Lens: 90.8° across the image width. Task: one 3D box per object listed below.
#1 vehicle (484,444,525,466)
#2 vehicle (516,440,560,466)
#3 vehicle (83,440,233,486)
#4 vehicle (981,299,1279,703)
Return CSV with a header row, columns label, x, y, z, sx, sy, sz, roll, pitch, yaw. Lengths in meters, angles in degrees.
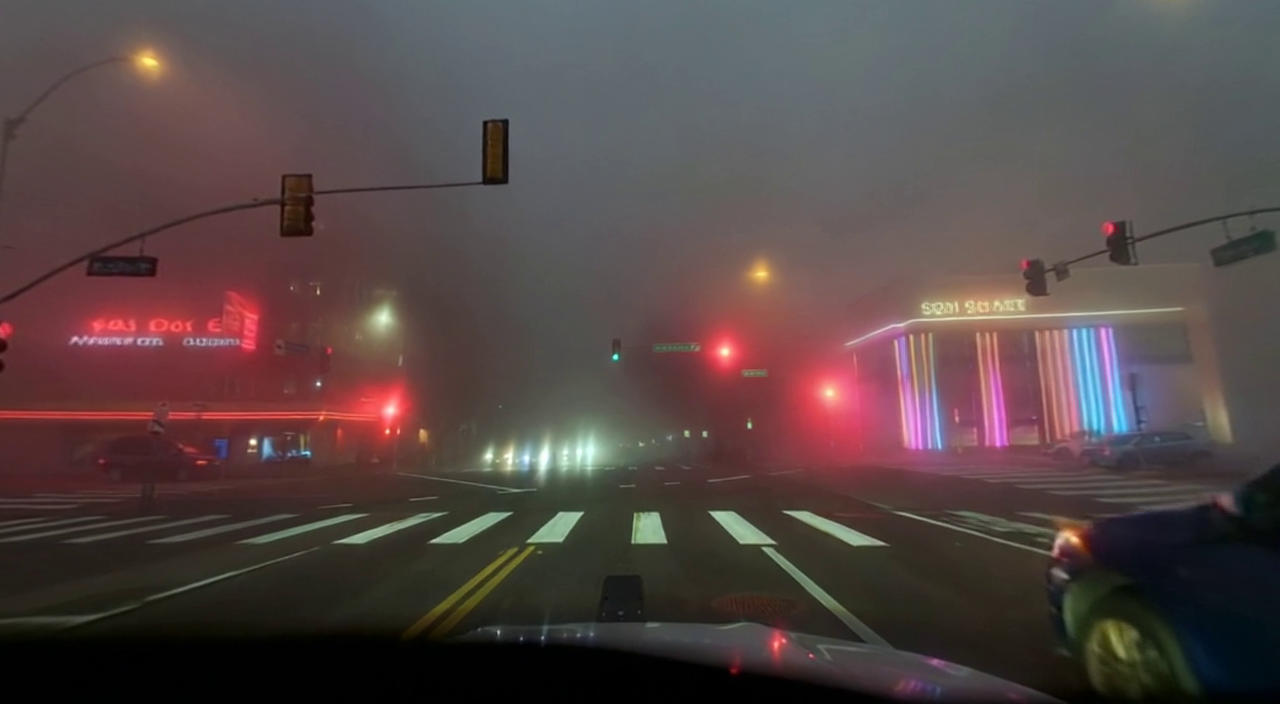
label,x,y,z,sx,sy,sz,roll,pitch,yaw
vehicle,-10.114,7.721,47.490,2.106,1.505,4.228,0,-8,0
vehicle,-7.034,7.046,44.150,2.181,1.703,4.512,-1,-8,2
vehicle,-21.316,4.914,28.057,5.161,1.910,2.275,-2,-9,11
vehicle,2.939,0.591,1.220,2.049,1.691,4.447,0,-8,0
